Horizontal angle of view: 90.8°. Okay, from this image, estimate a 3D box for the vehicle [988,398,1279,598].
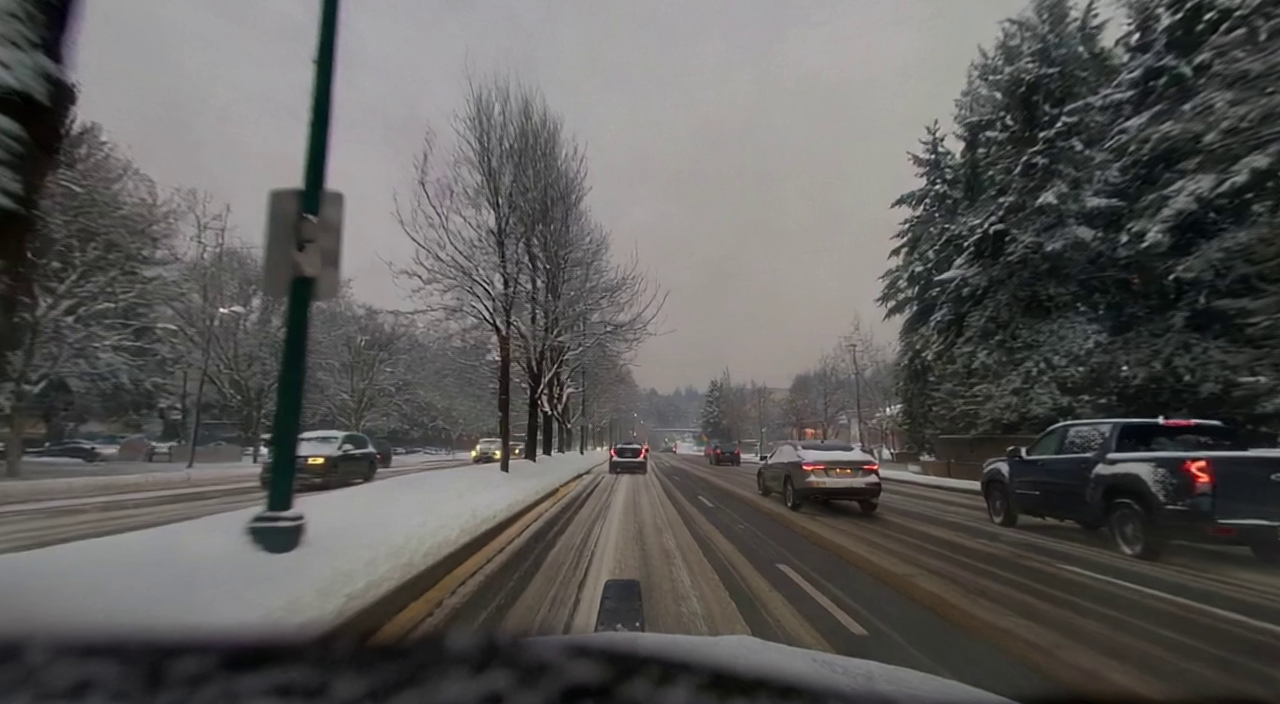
[{"bbox_3d":[6.872,1.675,8.099,2.134,1.810,4.590,0,-8,-1],"label":"vehicle"}]

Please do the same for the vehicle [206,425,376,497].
[{"bbox_3d":[-9.899,3.131,18.490,2.087,1.816,4.793,0,-9,2],"label":"vehicle"}]

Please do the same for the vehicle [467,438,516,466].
[{"bbox_3d":[-9.428,6.392,40.480,1.950,1.717,4.299,0,-9,1],"label":"vehicle"}]

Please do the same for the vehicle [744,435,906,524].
[{"bbox_3d":[3.412,2.428,12.606,1.858,1.466,4.230,0,-9,-2],"label":"vehicle"}]

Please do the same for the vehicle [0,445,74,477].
[{"bbox_3d":[-29.972,5.152,30.001,4.235,1.404,2.018,0,-9,2],"label":"vehicle"}]

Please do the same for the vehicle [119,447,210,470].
[{"bbox_3d":[-30.681,6.855,40.805,4.355,1.411,1.922,0,-9,3],"label":"vehicle"}]

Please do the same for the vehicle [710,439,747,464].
[{"bbox_3d":[6.785,7.662,48.826,2.068,1.779,4.567,0,-9,-2],"label":"vehicle"}]

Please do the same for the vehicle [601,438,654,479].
[{"bbox_3d":[-0.487,4.241,25.352,1.994,1.479,3.647,0,-9,-1],"label":"vehicle"}]
